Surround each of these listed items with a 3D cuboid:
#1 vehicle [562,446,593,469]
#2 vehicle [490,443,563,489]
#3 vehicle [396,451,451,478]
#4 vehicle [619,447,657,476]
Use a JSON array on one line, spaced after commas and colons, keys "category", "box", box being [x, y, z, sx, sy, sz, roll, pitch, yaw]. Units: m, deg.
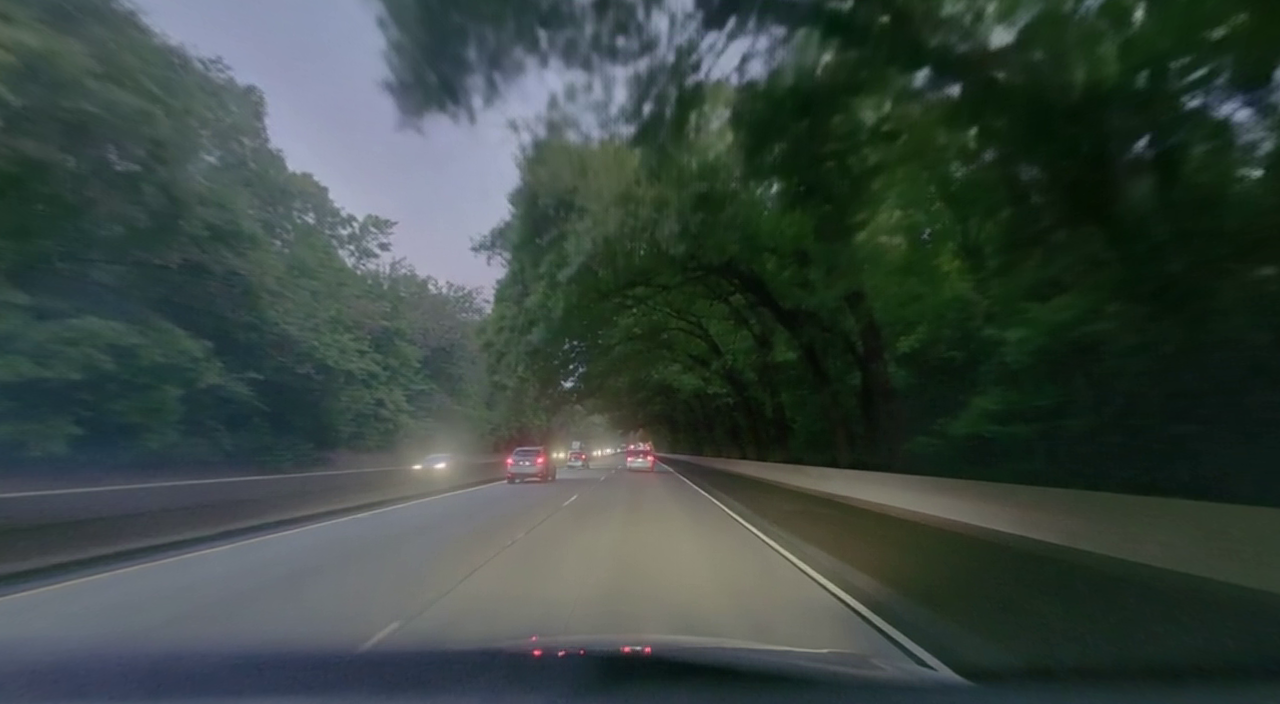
[{"category": "vehicle", "box": [-4.512, 7.692, 45.939, 1.834, 1.615, 3.624, 0, -9, 0]}, {"category": "vehicle", "box": [-4.138, 4.233, 23.652, 1.978, 1.538, 3.755, 0, -9, 1]}, {"category": "vehicle", "box": [-12.638, 6.584, 37.082, 1.761, 1.468, 4.061, 0, -9, 0]}, {"category": "vehicle", "box": [-0.111, 5.955, 34.531, 2.001, 1.490, 3.914, 0, -9, 0]}]
